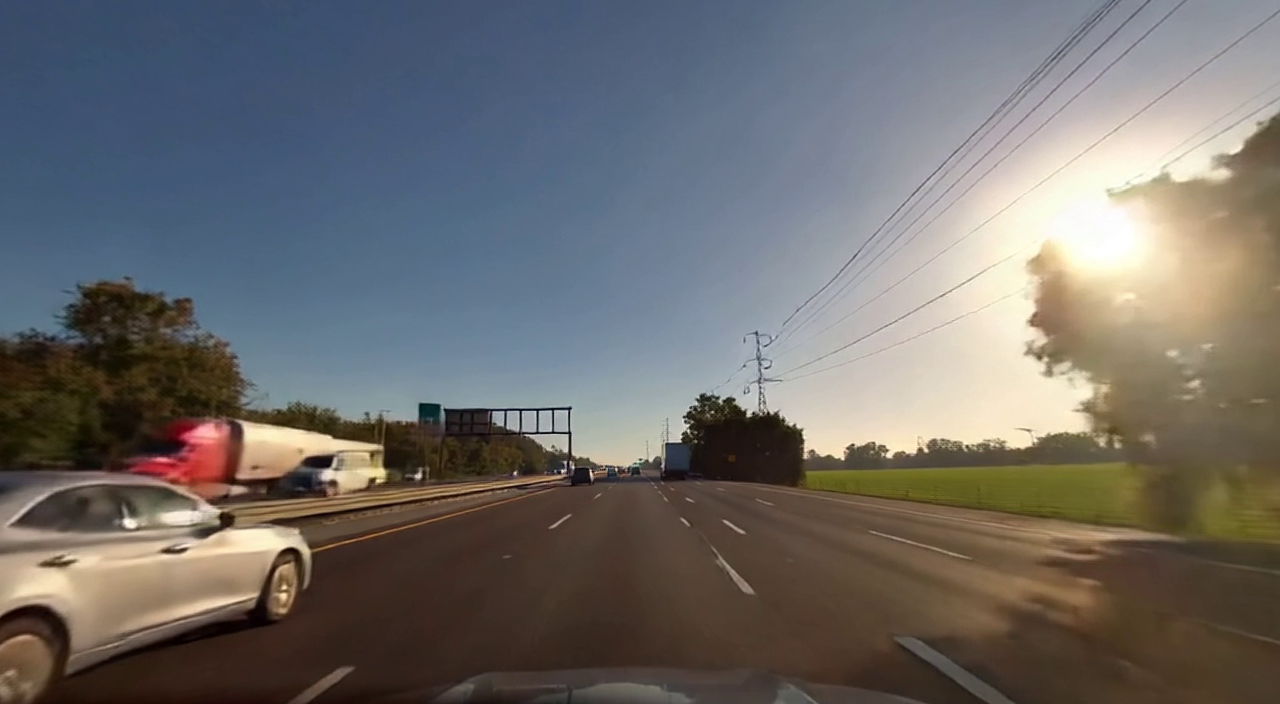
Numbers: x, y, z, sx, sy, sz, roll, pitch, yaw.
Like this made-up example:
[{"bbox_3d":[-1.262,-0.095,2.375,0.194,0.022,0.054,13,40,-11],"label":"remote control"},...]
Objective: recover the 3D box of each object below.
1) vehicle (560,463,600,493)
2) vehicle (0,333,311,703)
[{"bbox_3d":[-3.478,7.434,37.354,1.942,1.597,3.943,1,-11,0],"label":"vehicle"},{"bbox_3d":[-3.314,0.764,2.060,2.065,1.722,4.441,1,-11,-1],"label":"vehicle"}]
